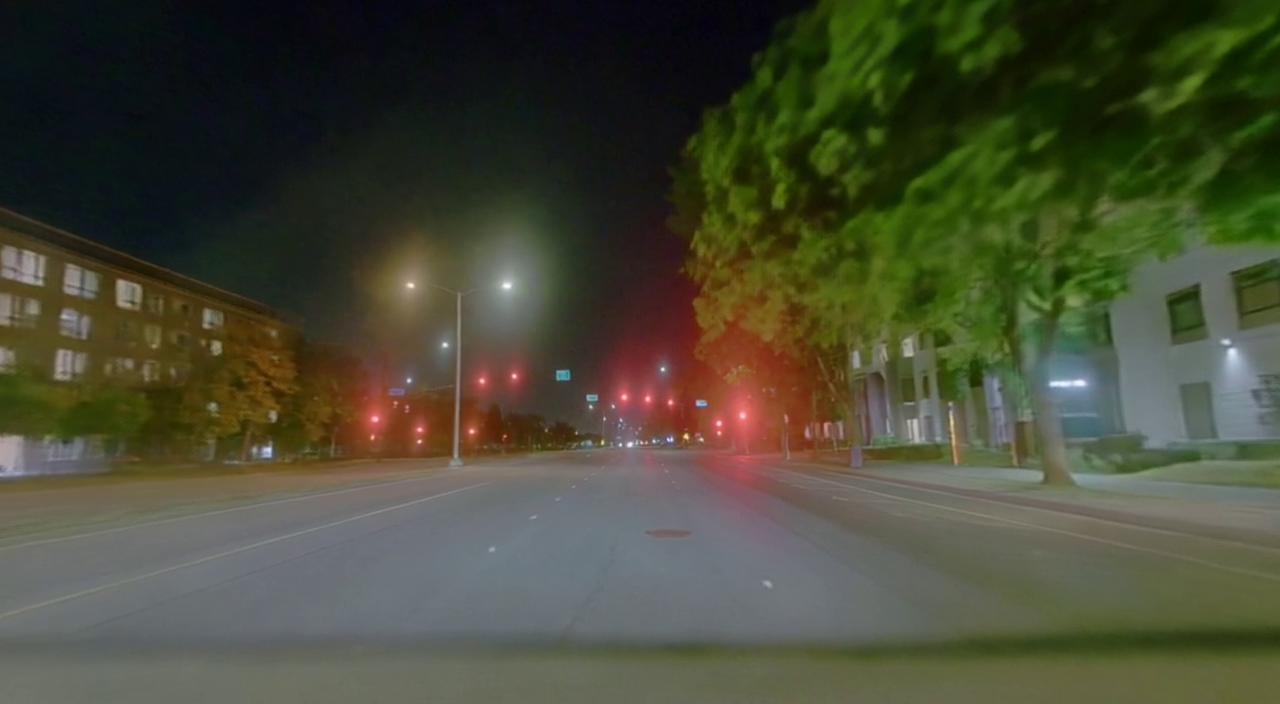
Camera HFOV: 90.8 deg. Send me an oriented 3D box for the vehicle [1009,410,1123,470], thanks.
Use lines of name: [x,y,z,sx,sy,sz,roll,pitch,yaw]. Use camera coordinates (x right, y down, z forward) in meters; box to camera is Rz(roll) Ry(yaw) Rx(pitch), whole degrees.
vehicle: [16.380,3.439,24.507,1.951,2.131,3.345,1,-9,-1]
